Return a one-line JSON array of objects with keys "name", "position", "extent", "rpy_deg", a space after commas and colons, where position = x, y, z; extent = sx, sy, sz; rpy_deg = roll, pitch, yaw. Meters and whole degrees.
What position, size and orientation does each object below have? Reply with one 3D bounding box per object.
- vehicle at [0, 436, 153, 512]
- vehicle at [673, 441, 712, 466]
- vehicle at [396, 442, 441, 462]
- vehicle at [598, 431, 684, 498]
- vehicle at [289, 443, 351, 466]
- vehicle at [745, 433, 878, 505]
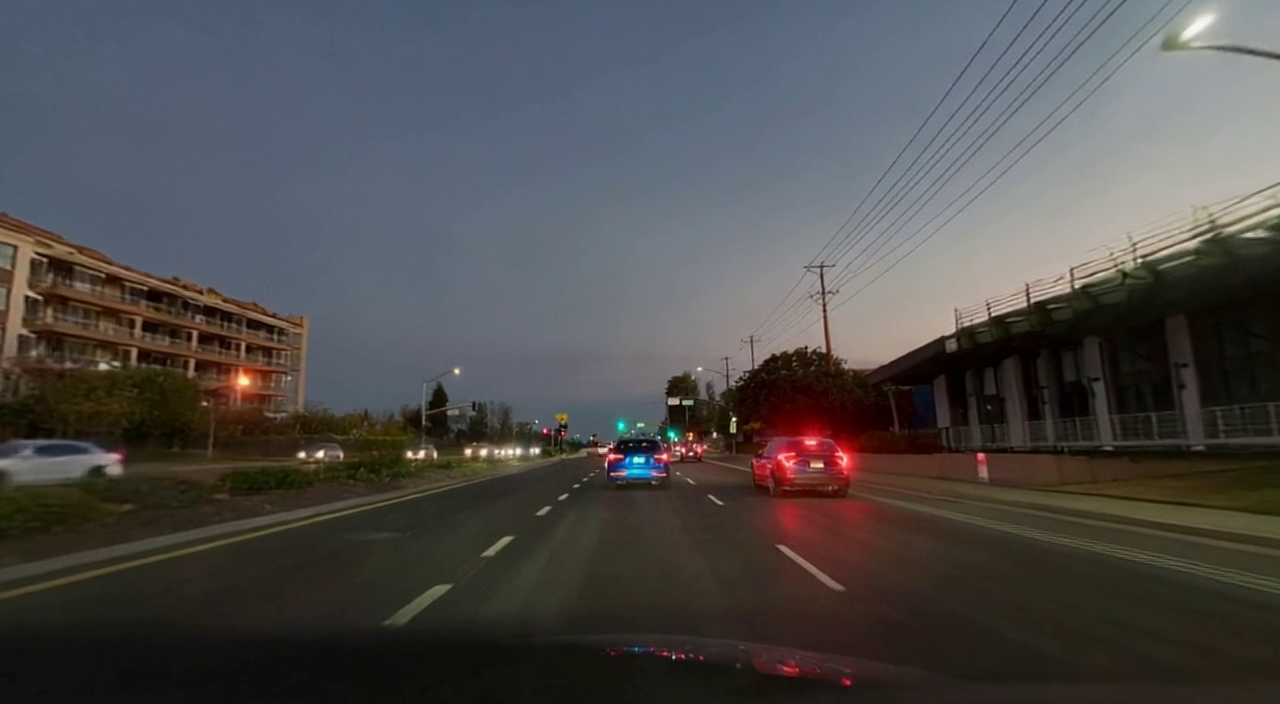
[{"name": "vehicle", "position": [-13.730, 2.686, 14.246], "extent": [2.031, 1.490, 4.284], "rpy_deg": [0, -8, 0]}, {"name": "vehicle", "position": [3.318, 6.504, 40.593], "extent": [2.054, 1.461, 4.321], "rpy_deg": [0, -8, -1]}, {"name": "vehicle", "position": [-17.460, 7.888, 49.925], "extent": [1.873, 1.459, 4.447], "rpy_deg": [0, -8, 1]}, {"name": "vehicle", "position": [-0.013, 3.039, 17.389], "extent": [2.073, 1.606, 3.933], "rpy_deg": [0, -8, -1]}, {"name": "vehicle", "position": [-21.545, 6.916, 42.734], "extent": [1.821, 1.485, 4.393], "rpy_deg": [0, -8, 0]}, {"name": "vehicle", "position": [4.112, 2.883, 16.037], "extent": [2.086, 1.534, 4.351], "rpy_deg": [0, -8, -1]}]
